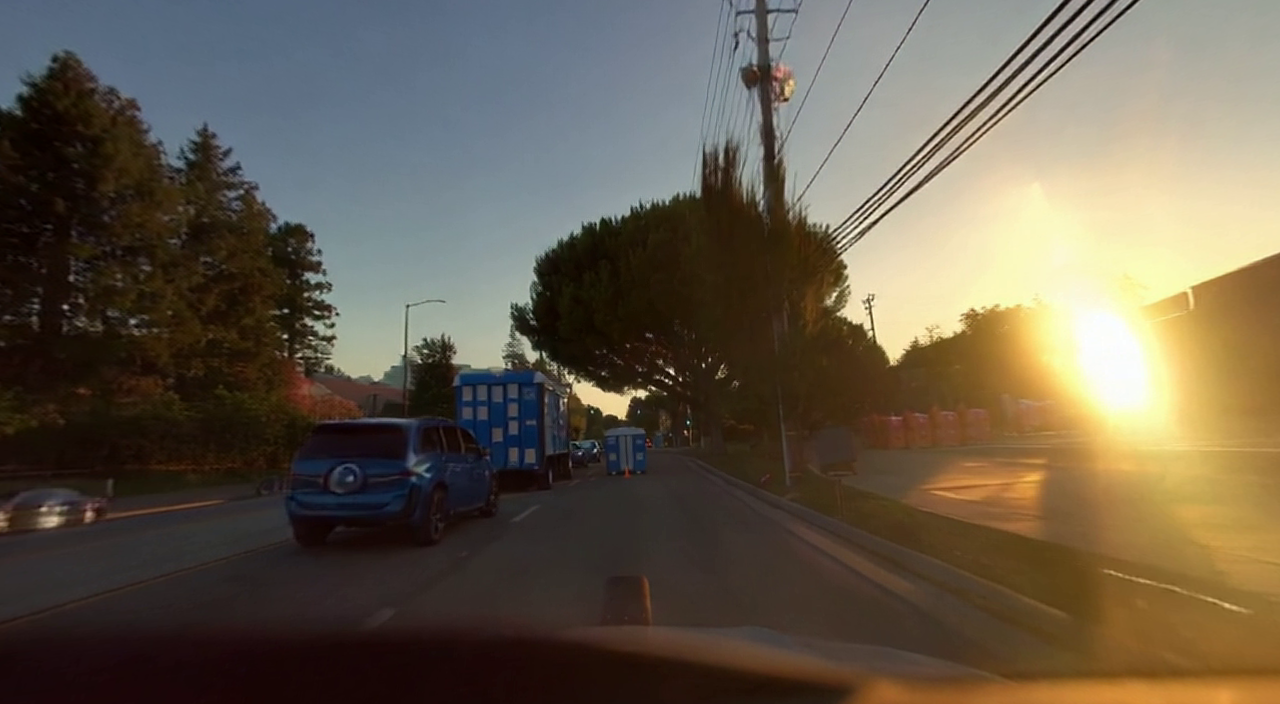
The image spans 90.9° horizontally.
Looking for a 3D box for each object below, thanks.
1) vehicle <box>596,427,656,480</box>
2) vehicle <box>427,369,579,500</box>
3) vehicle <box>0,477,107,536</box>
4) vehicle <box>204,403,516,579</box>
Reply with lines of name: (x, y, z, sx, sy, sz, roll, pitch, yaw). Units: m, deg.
vehicle: (-0.526, 3.873, 24.226, 2.117, 1.861, 4.095, 0, -8, -1)
vehicle: (-3.957, 2.721, 20.484, 3.120, 3.393, 7.945, 0, -8, 0)
vehicle: (-18.880, 4.614, 18.969, 1.837, 1.485, 4.231, -1, -8, 2)
vehicle: (-3.409, 1.804, 9.036, 2.187, 1.821, 4.748, 0, -8, 1)
